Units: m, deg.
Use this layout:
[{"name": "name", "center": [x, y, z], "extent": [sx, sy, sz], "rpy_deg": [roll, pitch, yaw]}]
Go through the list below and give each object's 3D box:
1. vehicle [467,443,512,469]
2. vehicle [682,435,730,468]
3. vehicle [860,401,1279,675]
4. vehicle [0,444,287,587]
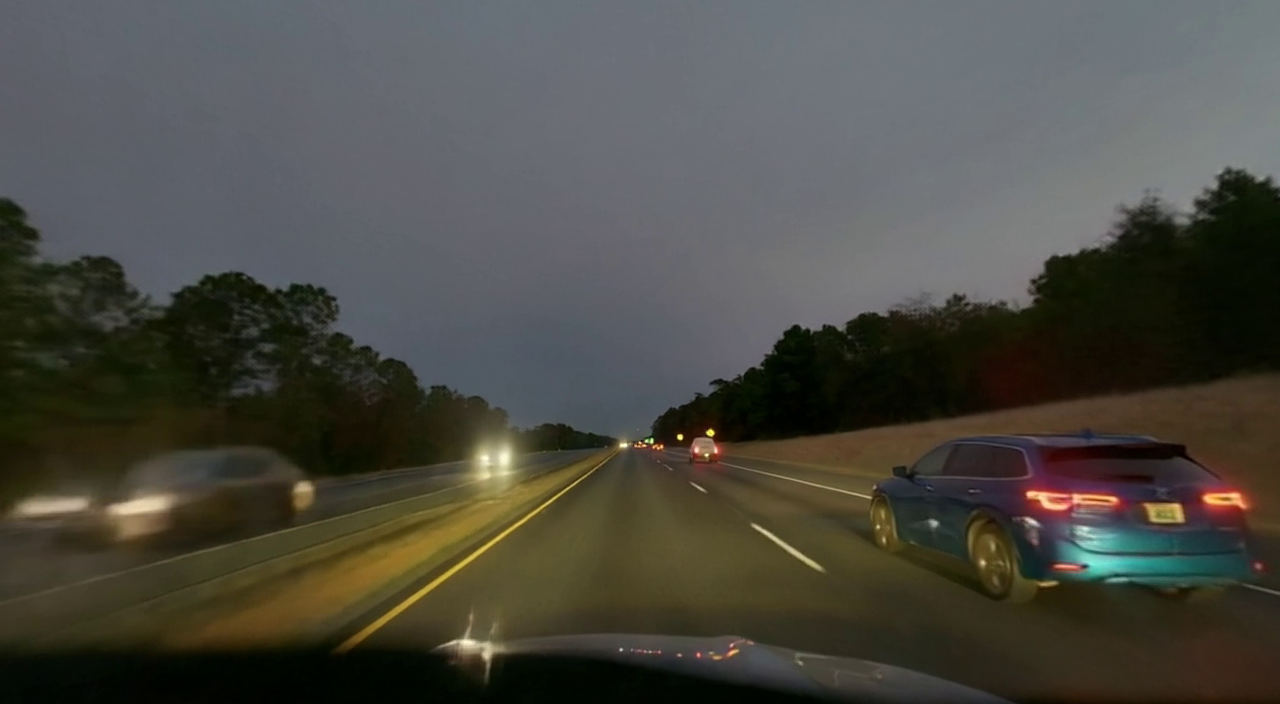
[{"name": "vehicle", "center": [-11.263, 7.791, 47.526], "extent": [2.323, 1.799, 4.546], "rpy_deg": [0, -8, 0]}, {"name": "vehicle", "center": [3.500, 5.383, 34.319], "extent": [2.043, 1.673, 4.016], "rpy_deg": [0, -8, -2]}, {"name": "vehicle", "center": [3.802, 1.331, 5.692], "extent": [1.999, 1.501, 4.221], "rpy_deg": [0, -8, -1]}, {"name": "vehicle", "center": [-7.423, 2.130, 9.173], "extent": [1.993, 1.508, 4.492], "rpy_deg": [0, -8, -1]}]
